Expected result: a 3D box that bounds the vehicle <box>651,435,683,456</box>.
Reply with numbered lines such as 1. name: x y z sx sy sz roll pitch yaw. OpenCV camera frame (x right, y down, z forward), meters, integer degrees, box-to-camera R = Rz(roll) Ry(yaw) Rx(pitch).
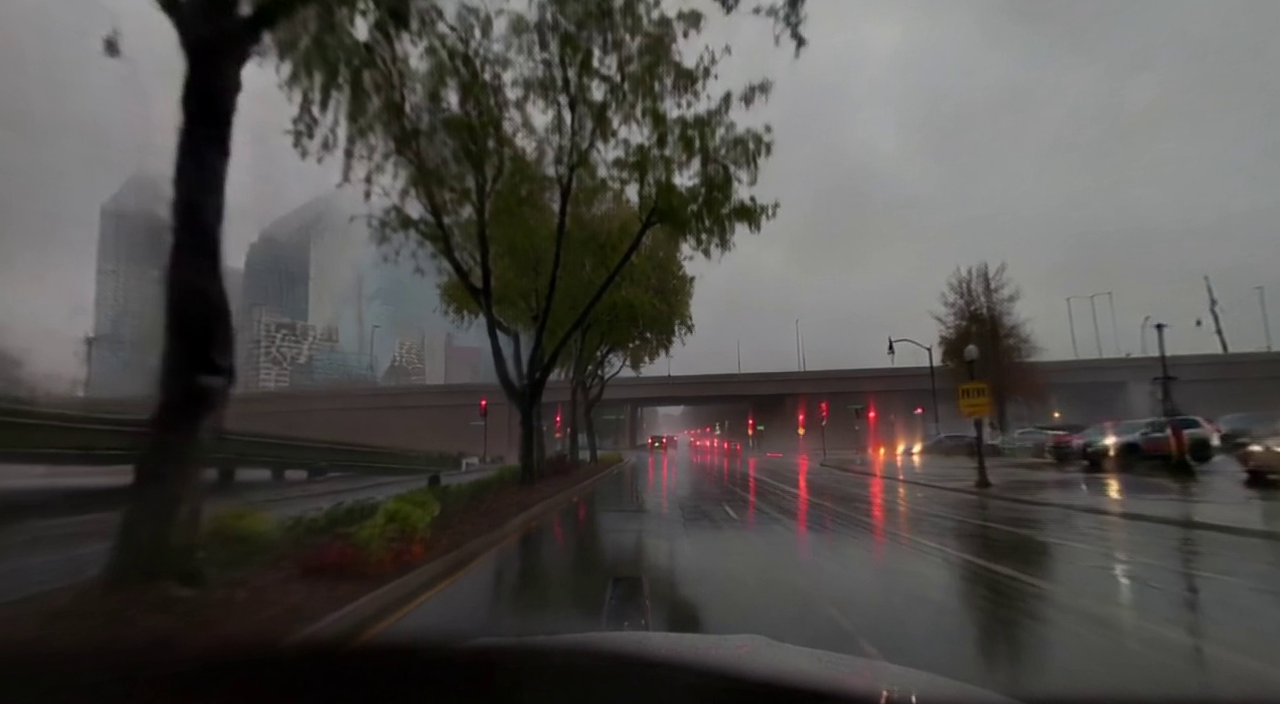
1. vehicle: 2.068 7.064 47.484 2.280 1.475 4.051 -1 -8 4
